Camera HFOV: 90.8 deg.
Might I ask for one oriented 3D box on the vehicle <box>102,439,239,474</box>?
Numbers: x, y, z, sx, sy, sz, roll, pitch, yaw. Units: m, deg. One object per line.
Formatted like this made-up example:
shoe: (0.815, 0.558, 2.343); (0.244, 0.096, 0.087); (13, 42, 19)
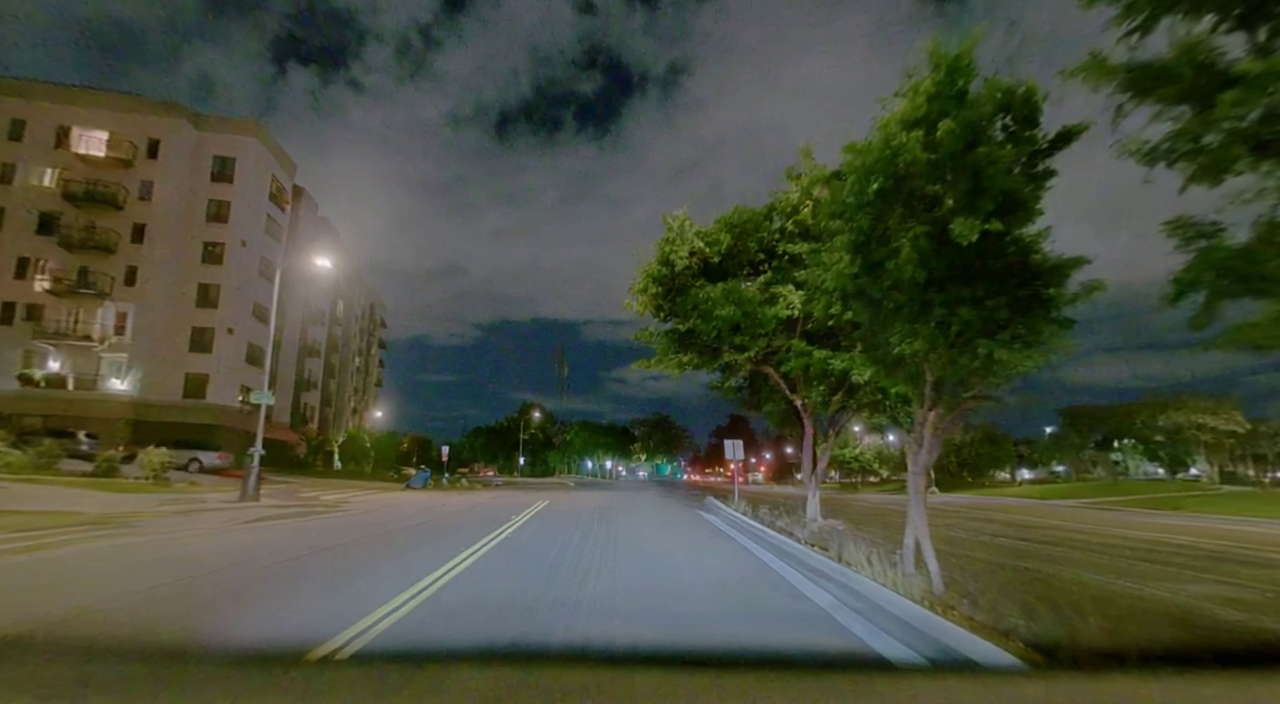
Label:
vehicle: (-19.941, 4.430, 26.954); (4.322, 1.436, 1.827); (0, -8, -1)

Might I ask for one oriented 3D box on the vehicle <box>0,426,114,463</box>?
vehicle: (-25.478, 3.940, 26.933); (4.393, 1.478, 1.776); (0, -8, -3)
